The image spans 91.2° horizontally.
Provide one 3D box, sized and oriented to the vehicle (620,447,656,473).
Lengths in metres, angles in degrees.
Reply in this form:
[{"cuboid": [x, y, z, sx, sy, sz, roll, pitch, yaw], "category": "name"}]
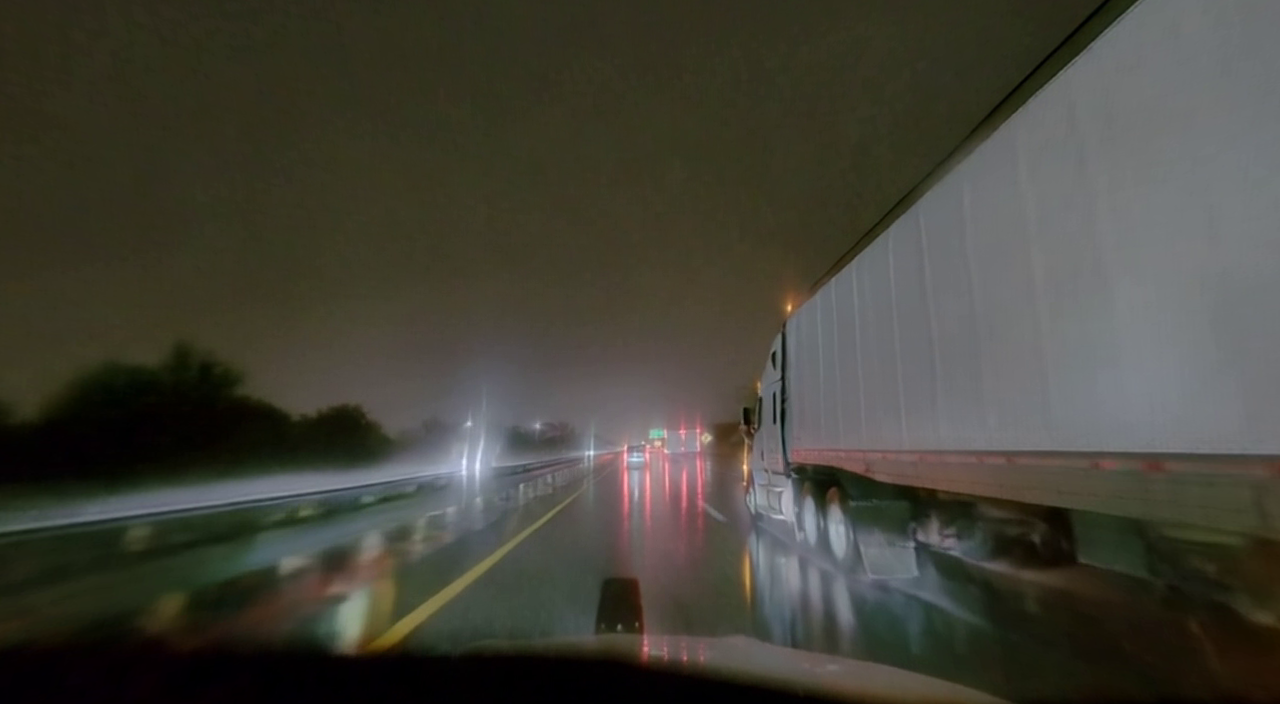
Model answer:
[{"cuboid": [-0.159, 6.657, 38.734, 2.083, 1.473, 3.923, 0, -9, -1], "category": "vehicle"}]
